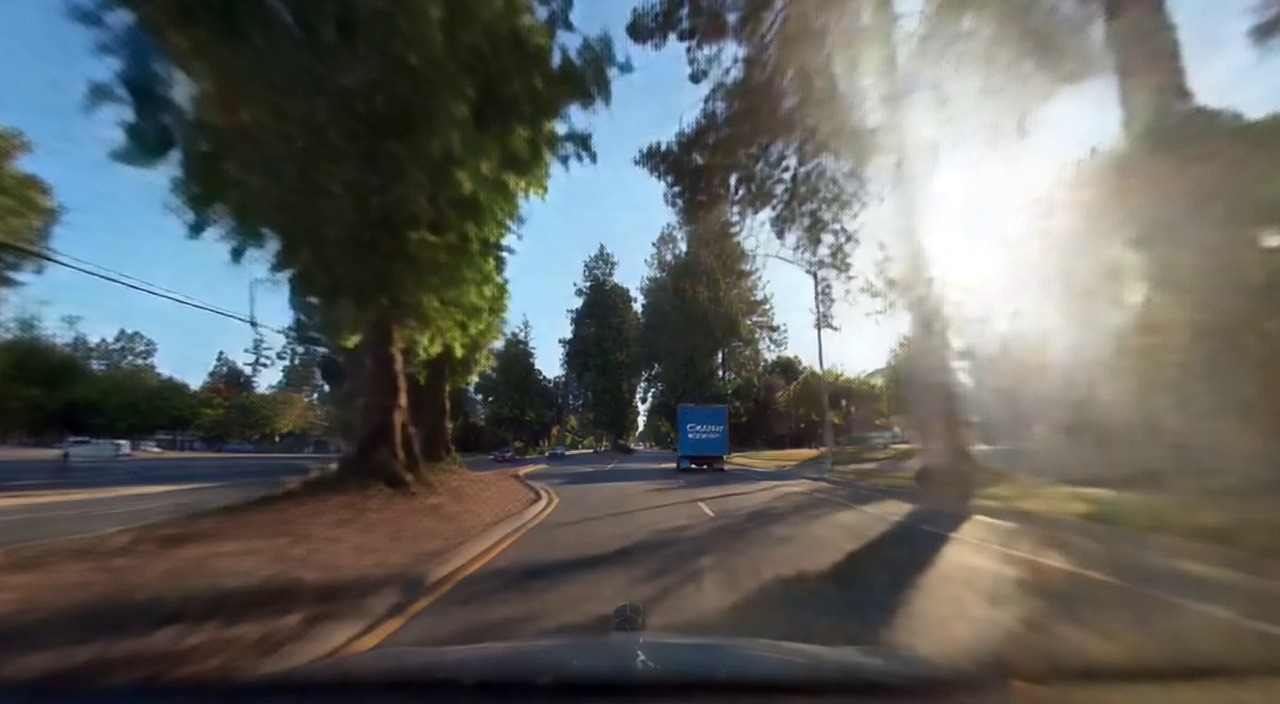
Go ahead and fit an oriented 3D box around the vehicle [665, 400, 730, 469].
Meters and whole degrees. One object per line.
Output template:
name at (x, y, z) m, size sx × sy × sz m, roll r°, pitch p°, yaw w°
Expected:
vehicle at (3.399, 5.308, 39.846) m, size 2.973 × 3.848 × 9.336 m, roll 0°, pitch -8°, yaw -2°
